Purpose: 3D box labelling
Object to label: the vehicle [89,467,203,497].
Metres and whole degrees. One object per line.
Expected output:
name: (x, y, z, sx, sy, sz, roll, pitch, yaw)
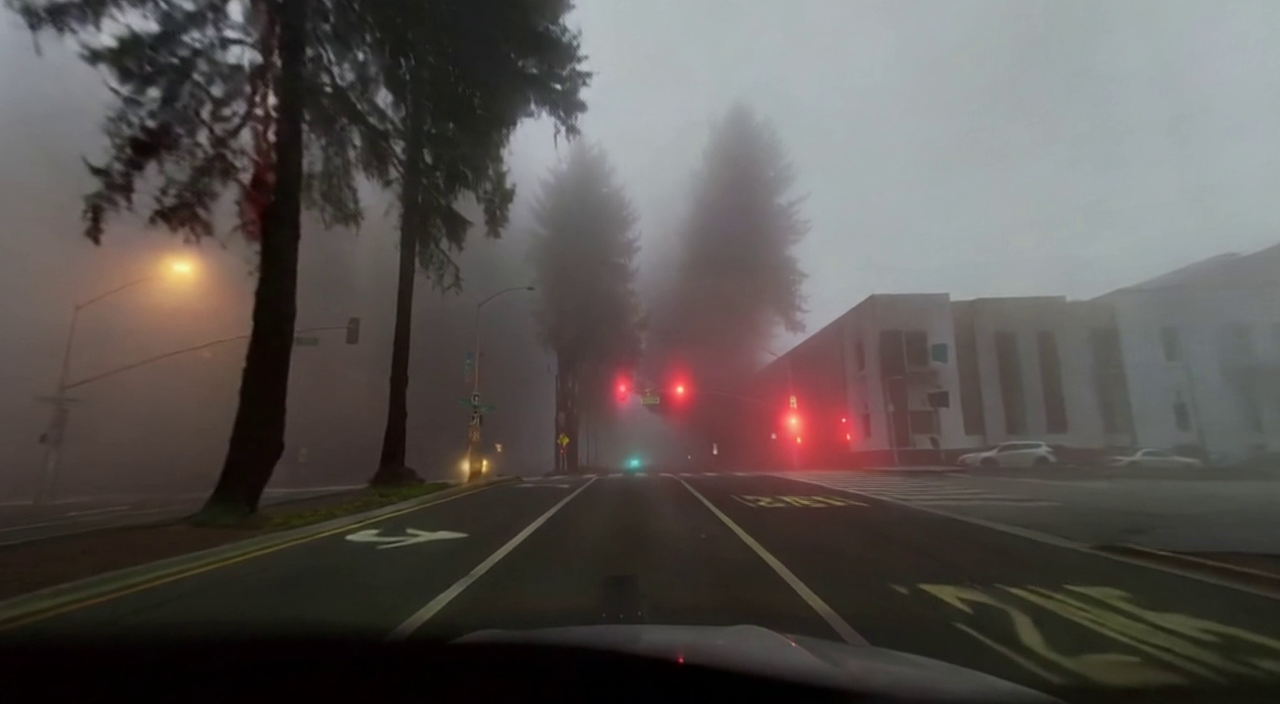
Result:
vehicle: (-28.420, 7.499, 36.480, 4.758, 1.549, 2.194, 0, -8, 1)
